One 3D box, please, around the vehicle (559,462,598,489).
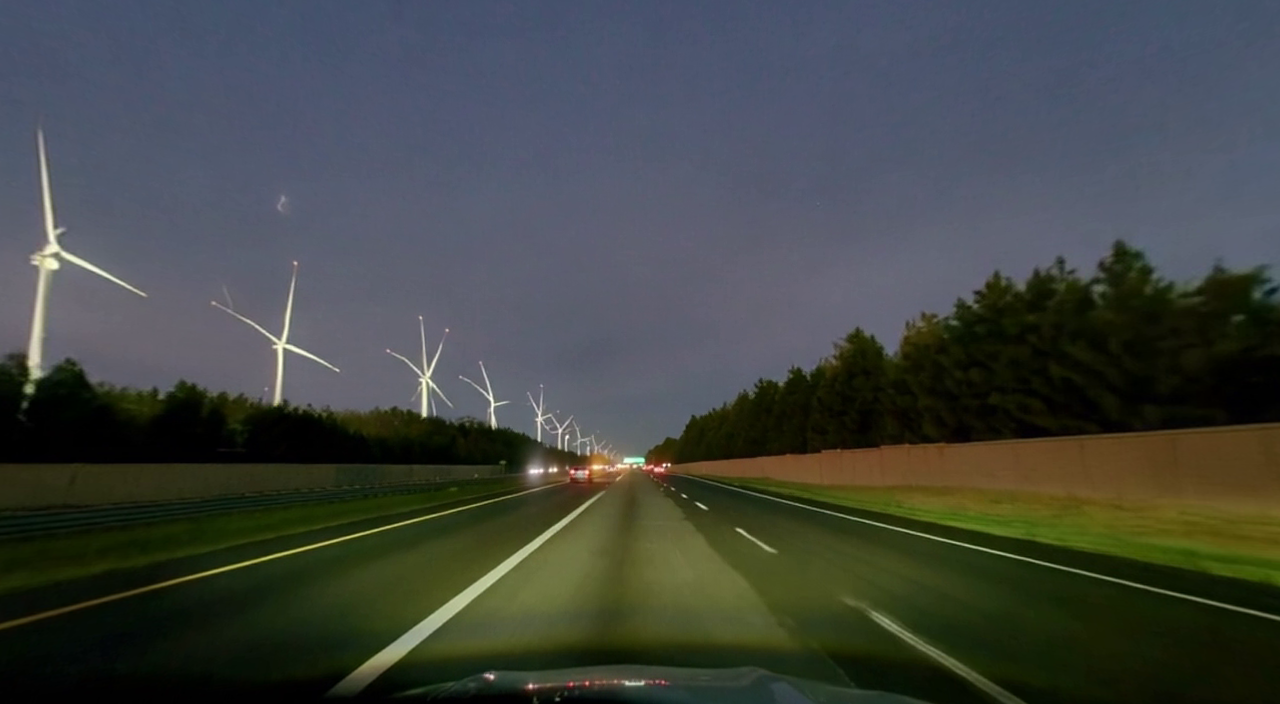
[{"bbox_3d":[-3.750,7.659,39.069,2.001,1.486,4.104,1,-10,-1],"label":"vehicle"}]
